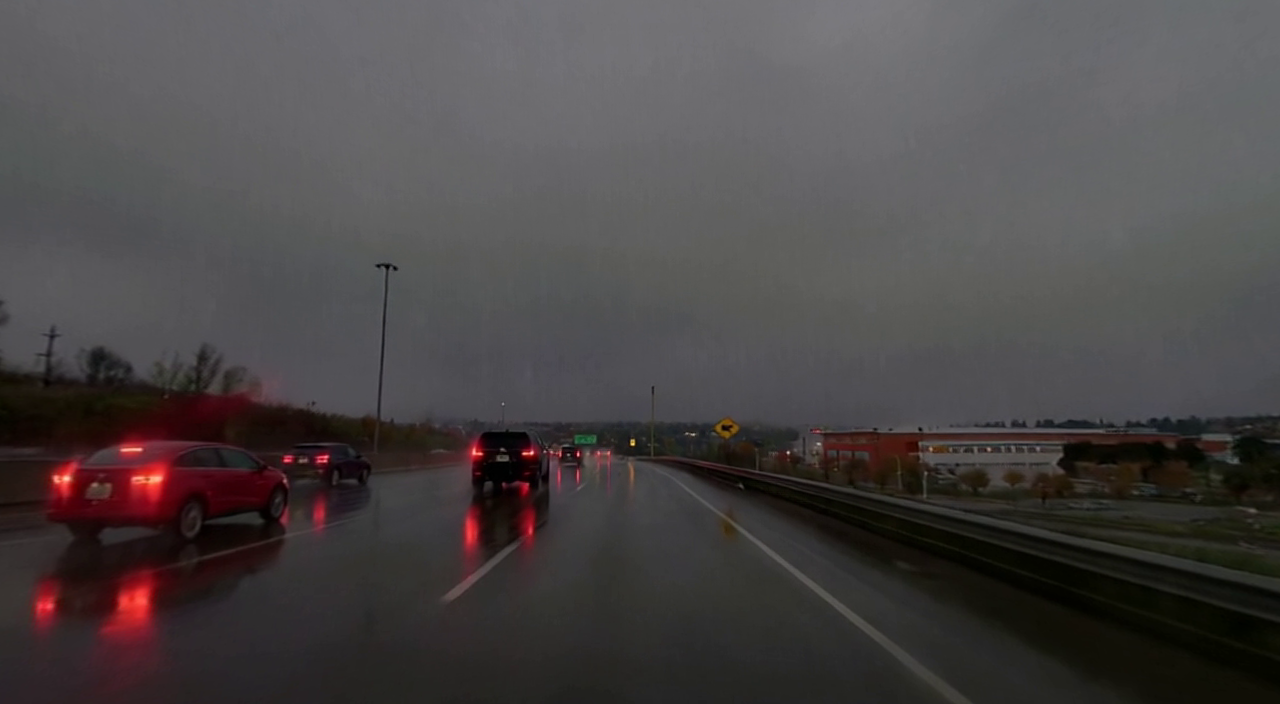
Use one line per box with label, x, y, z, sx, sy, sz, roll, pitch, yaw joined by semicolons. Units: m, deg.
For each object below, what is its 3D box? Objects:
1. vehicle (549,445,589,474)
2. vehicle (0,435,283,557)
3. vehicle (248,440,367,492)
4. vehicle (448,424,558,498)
vehicle;-4.142;6.299;37.204;1.955;1.614;3.817;0;-8;-1
vehicle;-7.387;2.061;9.692;1.796;1.509;3.393;0;-8;0
vehicle;-11.772;4.025;22.734;1.919;1.665;4.394;0;-8;-1
vehicle;-4.066;3.360;19.845;2.301;1.985;5.247;0;-8;0
